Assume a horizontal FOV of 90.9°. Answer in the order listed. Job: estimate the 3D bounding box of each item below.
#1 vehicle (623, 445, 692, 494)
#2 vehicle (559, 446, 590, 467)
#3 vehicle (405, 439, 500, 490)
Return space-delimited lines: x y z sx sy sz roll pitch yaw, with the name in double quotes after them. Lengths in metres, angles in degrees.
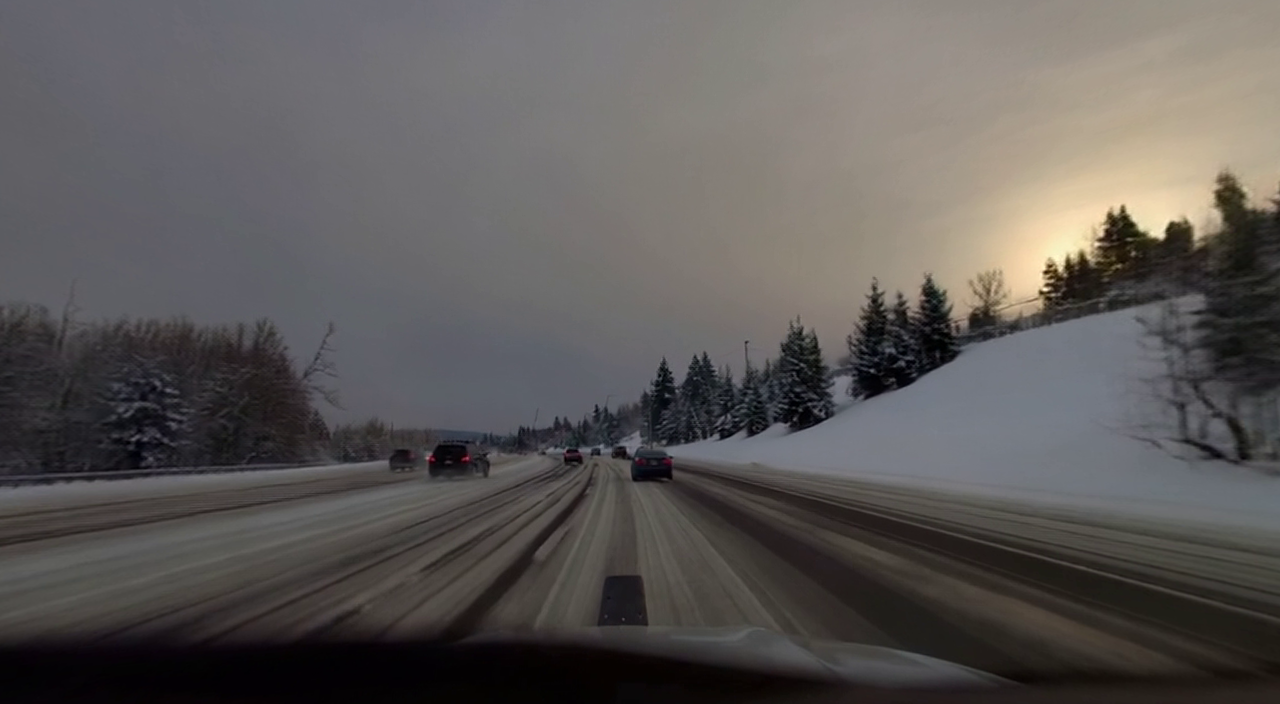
0.472 3.800 20.797 2.051 1.444 3.927 0 -9 -2 "vehicle"
-5.070 8.172 49.494 2.246 1.519 4.980 1 -9 -4 "vehicle"
-6.855 4.176 23.713 2.221 1.693 4.631 0 -9 -1 "vehicle"
